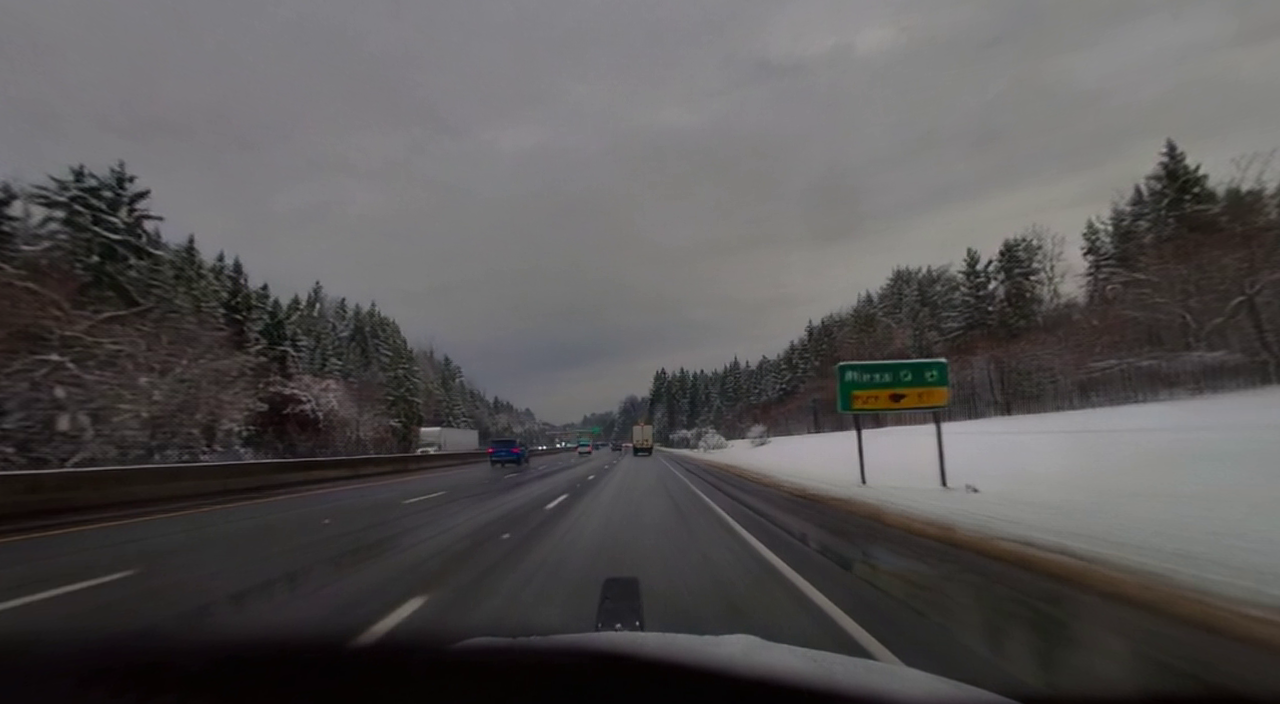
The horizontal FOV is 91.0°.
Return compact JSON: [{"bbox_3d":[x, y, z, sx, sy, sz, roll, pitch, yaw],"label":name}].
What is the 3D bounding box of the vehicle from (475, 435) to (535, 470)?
[{"bbox_3d":[-7.403,5.588,35.129,2.253,1.815,4.618,0,-8,1],"label":"vehicle"}]
